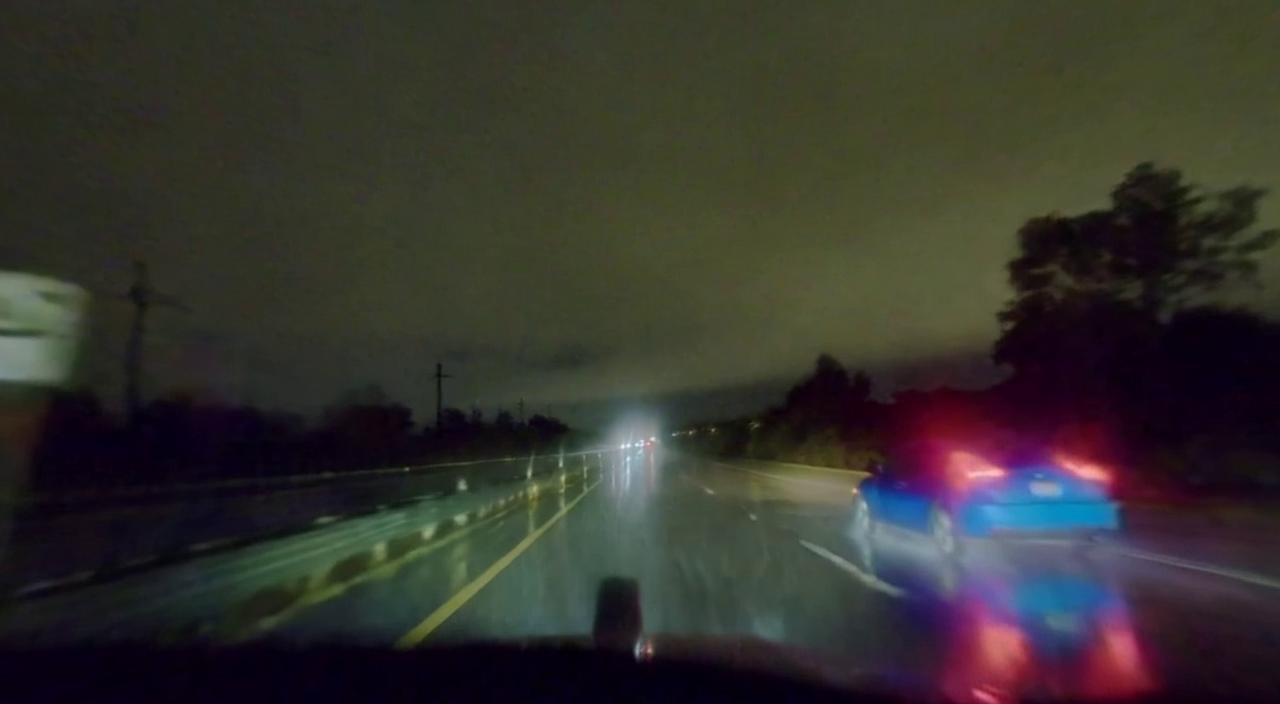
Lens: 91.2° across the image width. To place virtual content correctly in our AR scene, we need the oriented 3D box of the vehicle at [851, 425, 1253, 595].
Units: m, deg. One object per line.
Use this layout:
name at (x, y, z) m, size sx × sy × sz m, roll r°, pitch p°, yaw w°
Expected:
vehicle at (4.278, 1.690, 7.548) m, size 1.981 × 1.440 × 4.125 m, roll 0°, pitch -9°, yaw -1°
